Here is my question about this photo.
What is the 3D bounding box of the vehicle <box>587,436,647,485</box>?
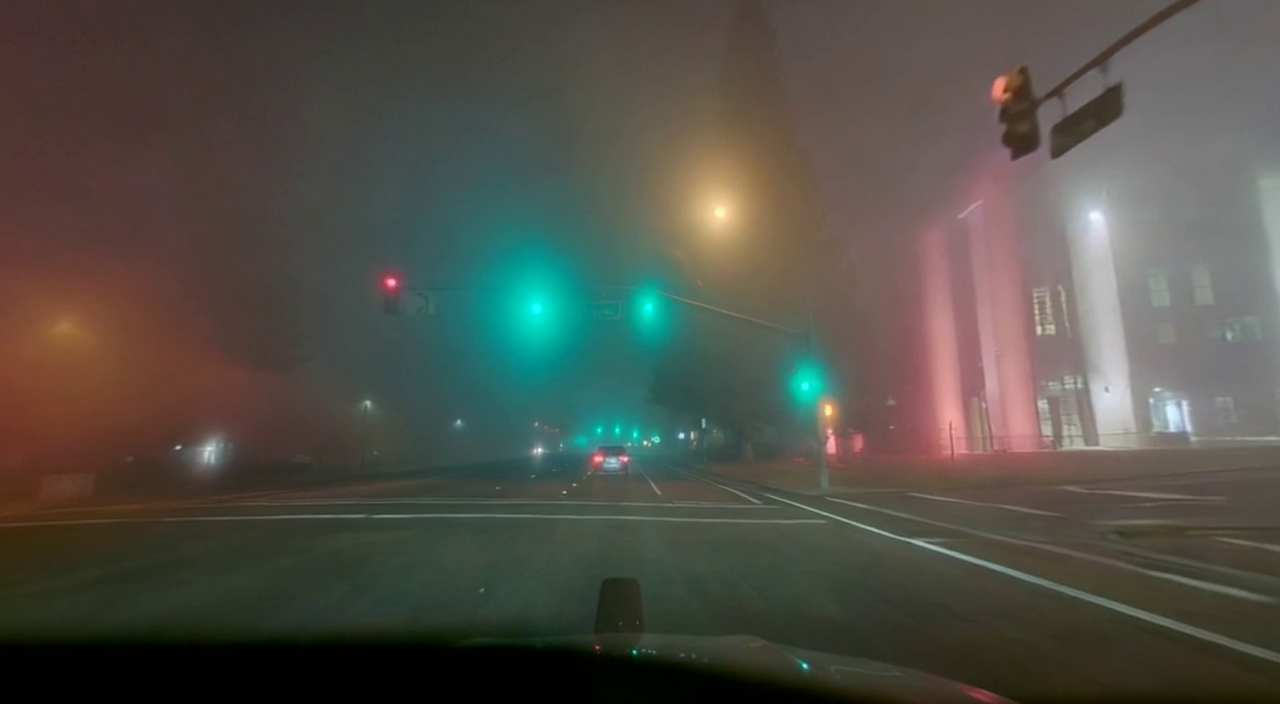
[{"bbox_3d":[-0.859,4.177,24.634,2.130,1.711,4.038,0,-9,-1],"label":"vehicle"}]
